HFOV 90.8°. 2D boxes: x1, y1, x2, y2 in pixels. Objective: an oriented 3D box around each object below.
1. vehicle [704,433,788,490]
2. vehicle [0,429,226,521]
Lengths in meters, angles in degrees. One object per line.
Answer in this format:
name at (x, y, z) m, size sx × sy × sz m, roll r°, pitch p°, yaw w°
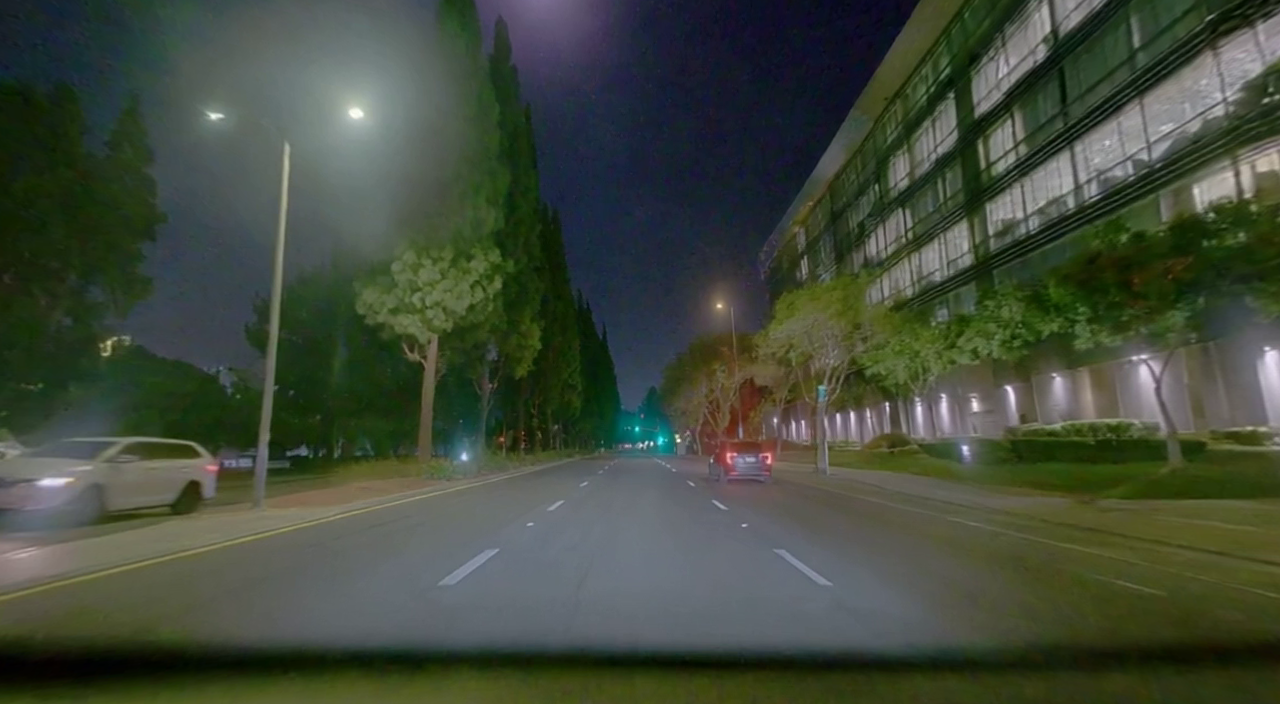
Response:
vehicle at (3.551, 3.751, 22.012) m, size 2.083 × 1.743 × 4.354 m, roll 0°, pitch -8°, yaw -1°
vehicle at (-12.424, 2.776, 14.883) m, size 2.051 × 1.784 × 4.716 m, roll 0°, pitch -8°, yaw 1°
